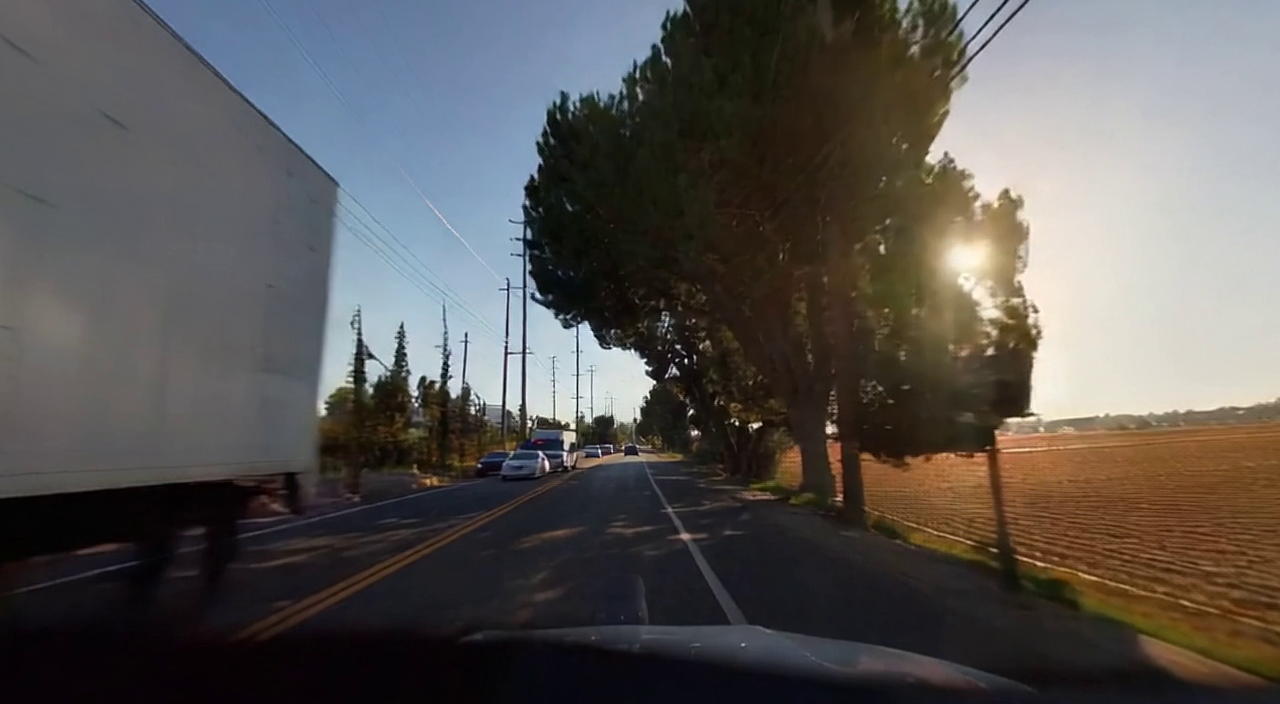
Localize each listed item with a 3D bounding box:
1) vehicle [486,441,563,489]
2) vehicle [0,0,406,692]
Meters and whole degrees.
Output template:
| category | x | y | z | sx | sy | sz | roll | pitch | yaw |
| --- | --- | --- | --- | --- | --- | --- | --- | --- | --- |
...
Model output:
| category | x | y | z | sx | sy | sz | roll | pitch | yaw |
| --- | --- | --- | --- | --- | --- | --- | --- | --- | --- |
| vehicle | -4.678 | 4.621 | 26.389 | 2.268 | 1.661 | 4.642 | -3 | -8 | 0 |
| vehicle | -5.039 | -0.771 | 0.718 | 3.452 | 4.409 | 16.846 | -2 | -8 | -1 |
